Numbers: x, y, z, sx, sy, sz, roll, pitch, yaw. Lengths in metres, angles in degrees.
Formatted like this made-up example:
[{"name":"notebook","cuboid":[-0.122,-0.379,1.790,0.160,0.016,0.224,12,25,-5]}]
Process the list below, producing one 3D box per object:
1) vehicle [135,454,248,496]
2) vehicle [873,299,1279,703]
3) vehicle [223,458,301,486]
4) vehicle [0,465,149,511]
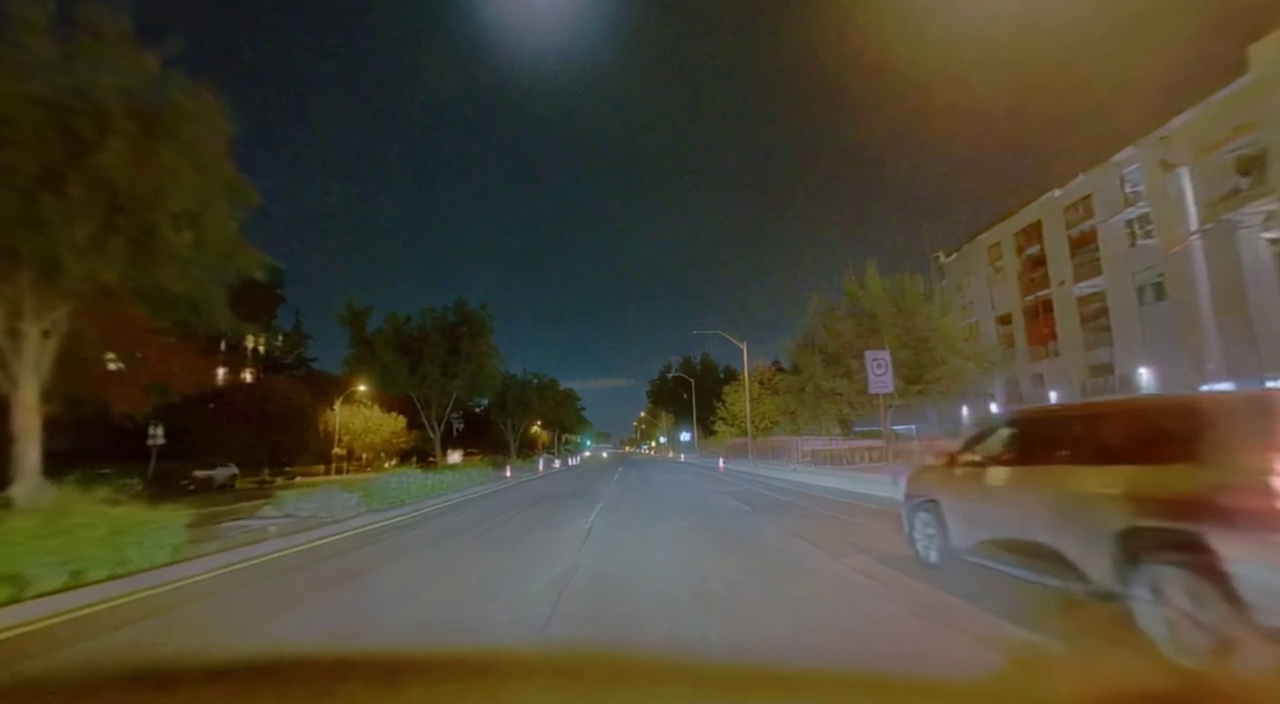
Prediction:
[{"name":"vehicle","cuboid":[-21.847,5.971,31.028,1.941,1.743,5.264,0,-8,-4]},{"name":"vehicle","cuboid":[4.132,0.924,3.875,2.660,1.980,6.934,0,-8,-1]},{"name":"vehicle","cuboid":[-22.195,7.039,37.254,1.863,1.470,4.526,0,-8,-1]},{"name":"vehicle","cuboid":[-21.755,5.200,24.515,1.746,1.447,4.448,0,-8,-1]}]
